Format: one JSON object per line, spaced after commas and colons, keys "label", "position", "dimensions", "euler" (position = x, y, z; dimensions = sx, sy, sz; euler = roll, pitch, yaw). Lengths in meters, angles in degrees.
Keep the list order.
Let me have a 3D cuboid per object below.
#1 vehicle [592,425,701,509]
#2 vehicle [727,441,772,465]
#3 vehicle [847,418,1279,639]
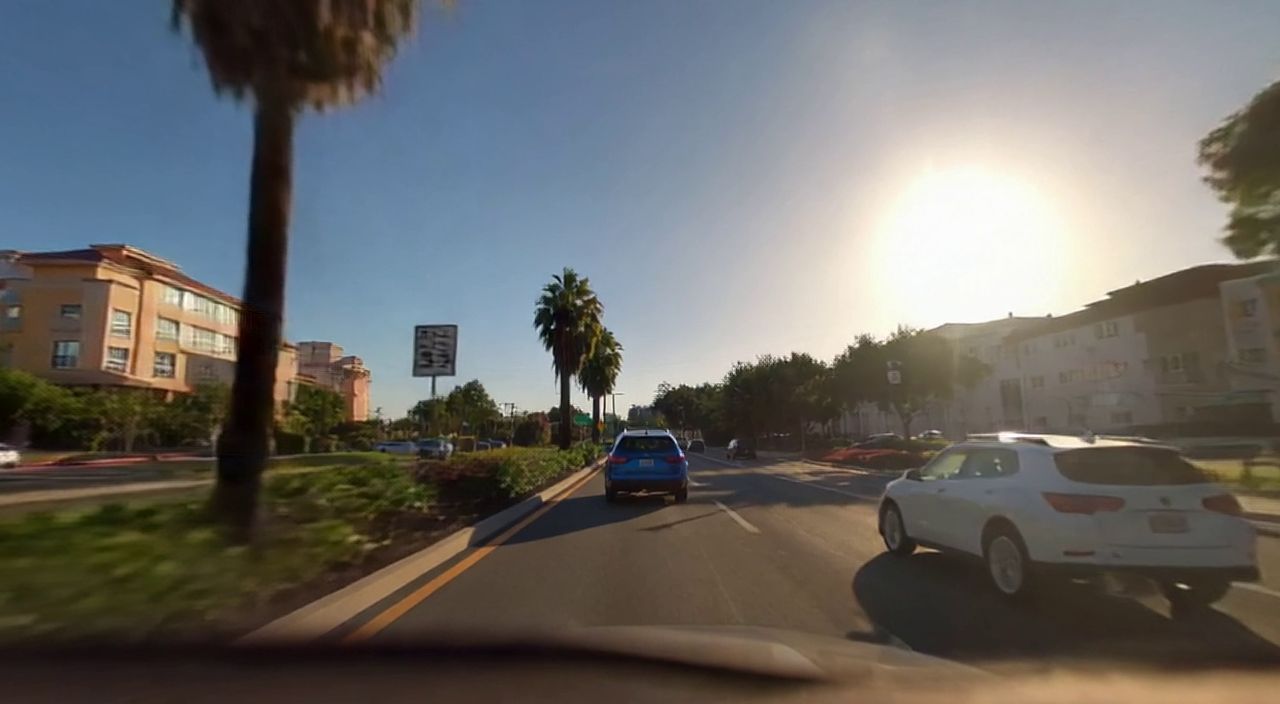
{"label": "vehicle", "position": [0.104, 2.680, 15.176], "dimensions": [2.239, 1.693, 4.301], "euler": [0, -8, -1]}
{"label": "vehicle", "position": [6.841, 6.349, 39.919], "dimensions": [1.930, 1.457, 4.267], "euler": [0, -8, -2]}
{"label": "vehicle", "position": [3.935, 1.528, 6.615], "dimensions": [1.941, 1.472, 4.570], "euler": [0, -8, -1]}
